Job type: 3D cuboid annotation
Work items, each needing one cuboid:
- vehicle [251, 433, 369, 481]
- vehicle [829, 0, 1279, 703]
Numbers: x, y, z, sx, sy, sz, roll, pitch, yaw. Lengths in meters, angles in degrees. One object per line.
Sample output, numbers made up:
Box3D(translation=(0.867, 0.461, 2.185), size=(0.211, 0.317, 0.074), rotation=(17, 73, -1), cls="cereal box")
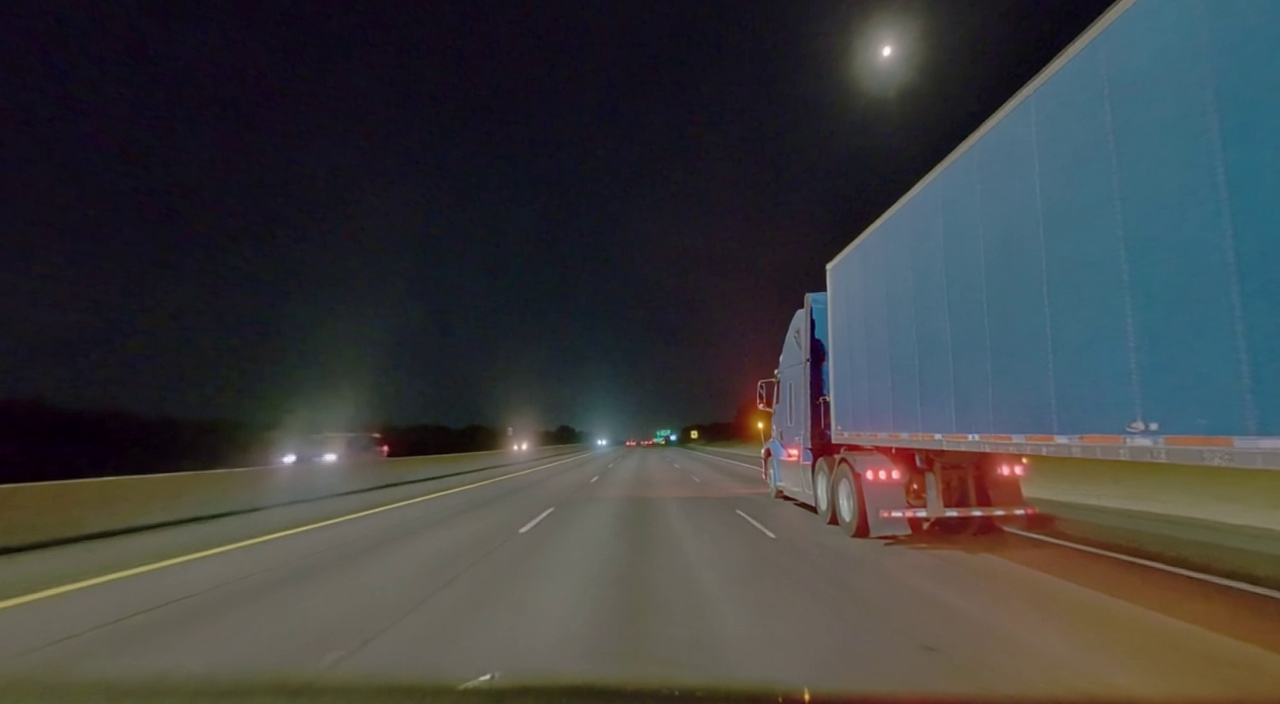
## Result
Box3D(translation=(-13.528, 4.334, 26.309), size=(2.123, 1.777, 5.035), rotation=(0, -8, 1), cls="vehicle")
Box3D(translation=(3.658, -0.216, 2.599), size=(3.012, 3.768, 8.945), rotation=(0, -8, 1), cls="vehicle")
